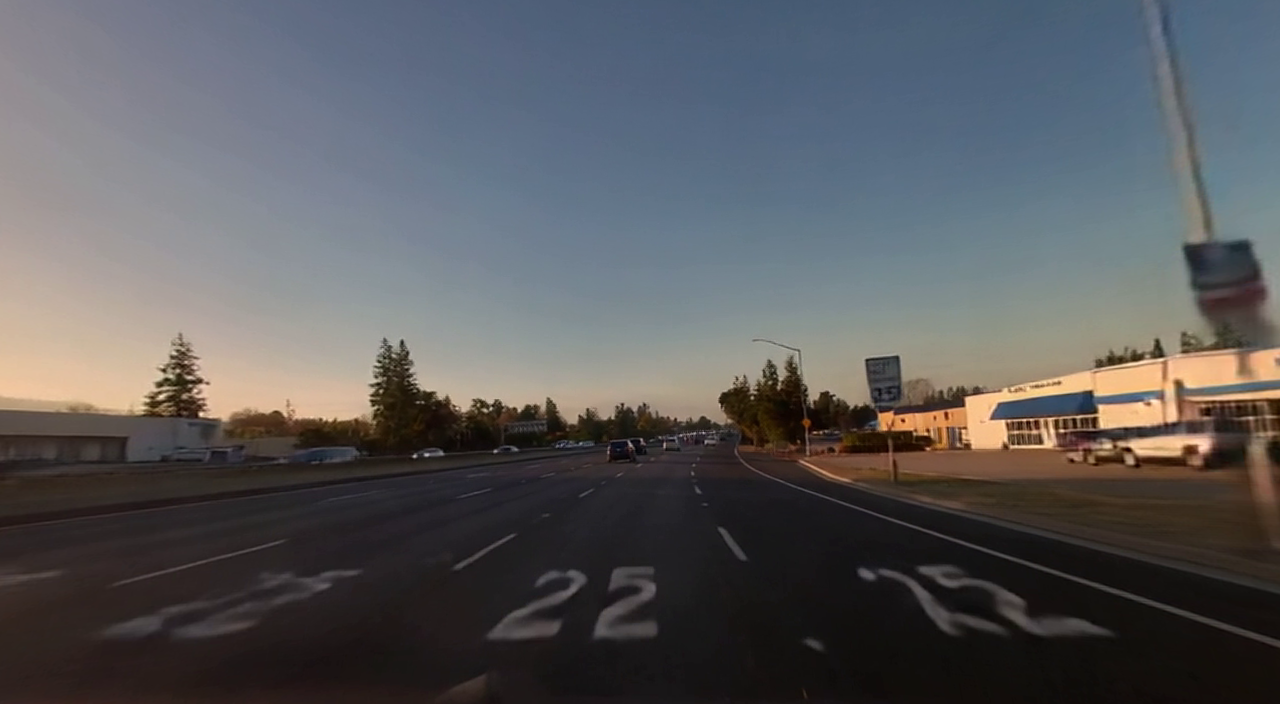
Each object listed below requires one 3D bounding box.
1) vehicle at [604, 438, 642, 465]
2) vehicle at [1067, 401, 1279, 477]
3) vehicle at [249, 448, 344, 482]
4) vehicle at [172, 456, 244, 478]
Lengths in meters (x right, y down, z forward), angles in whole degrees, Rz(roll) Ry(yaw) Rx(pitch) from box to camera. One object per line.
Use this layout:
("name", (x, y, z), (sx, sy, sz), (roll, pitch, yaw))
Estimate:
("vehicle", (-1.129, 7.048, 44.813), (2.139, 1.782, 4.079), (-1, -9, 6))
("vehicle", (17.619, 2.869, 20.488), (5.837, 2.109, 2.476), (-7, -11, 28))
("vehicle", (-17.371, 5.702, 32.245), (1.987, 1.603, 4.577), (-1, -9, 4))
("vehicle", (-30.325, 8.068, 44.540), (1.809, 1.451, 4.370), (-1, -9, 4))
